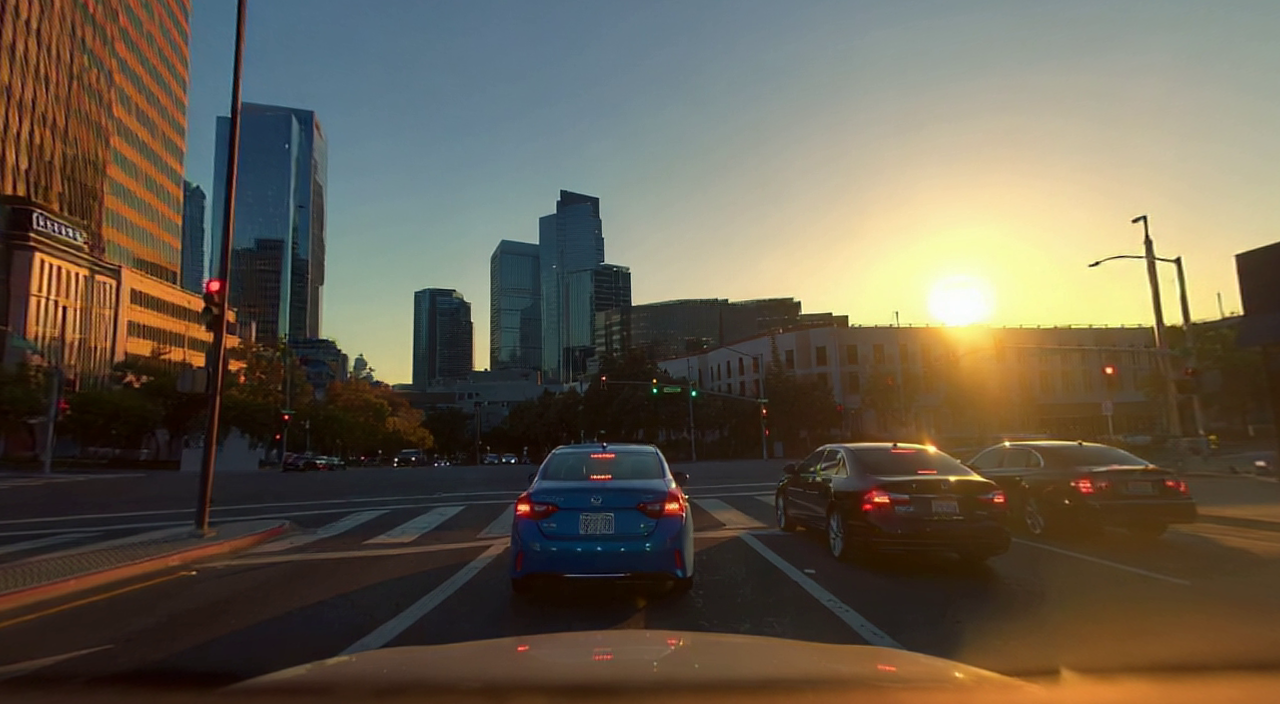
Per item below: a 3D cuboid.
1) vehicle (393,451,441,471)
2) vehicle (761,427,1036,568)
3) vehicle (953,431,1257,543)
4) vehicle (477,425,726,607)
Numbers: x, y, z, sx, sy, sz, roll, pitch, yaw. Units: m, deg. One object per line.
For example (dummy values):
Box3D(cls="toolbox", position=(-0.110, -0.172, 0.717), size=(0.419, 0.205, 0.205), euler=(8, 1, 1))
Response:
Box3D(cls="vehicle", position=(-17.123, 8.386, 48.666), size=(2.048, 1.463, 4.530), euler=(0, -8, -1))
Box3D(cls="vehicle", position=(3.216, 1.888, 8.973), size=(2.042, 1.508, 4.109), euler=(0, -8, -2))
Box3D(cls="vehicle", position=(7.446, 2.164, 10.788), size=(1.908, 1.517, 4.182), euler=(0, -8, -1))
Box3D(cls="vehicle", position=(-0.367, 1.654, 7.292), size=(2.059, 1.477, 3.988), euler=(0, -8, -1))
